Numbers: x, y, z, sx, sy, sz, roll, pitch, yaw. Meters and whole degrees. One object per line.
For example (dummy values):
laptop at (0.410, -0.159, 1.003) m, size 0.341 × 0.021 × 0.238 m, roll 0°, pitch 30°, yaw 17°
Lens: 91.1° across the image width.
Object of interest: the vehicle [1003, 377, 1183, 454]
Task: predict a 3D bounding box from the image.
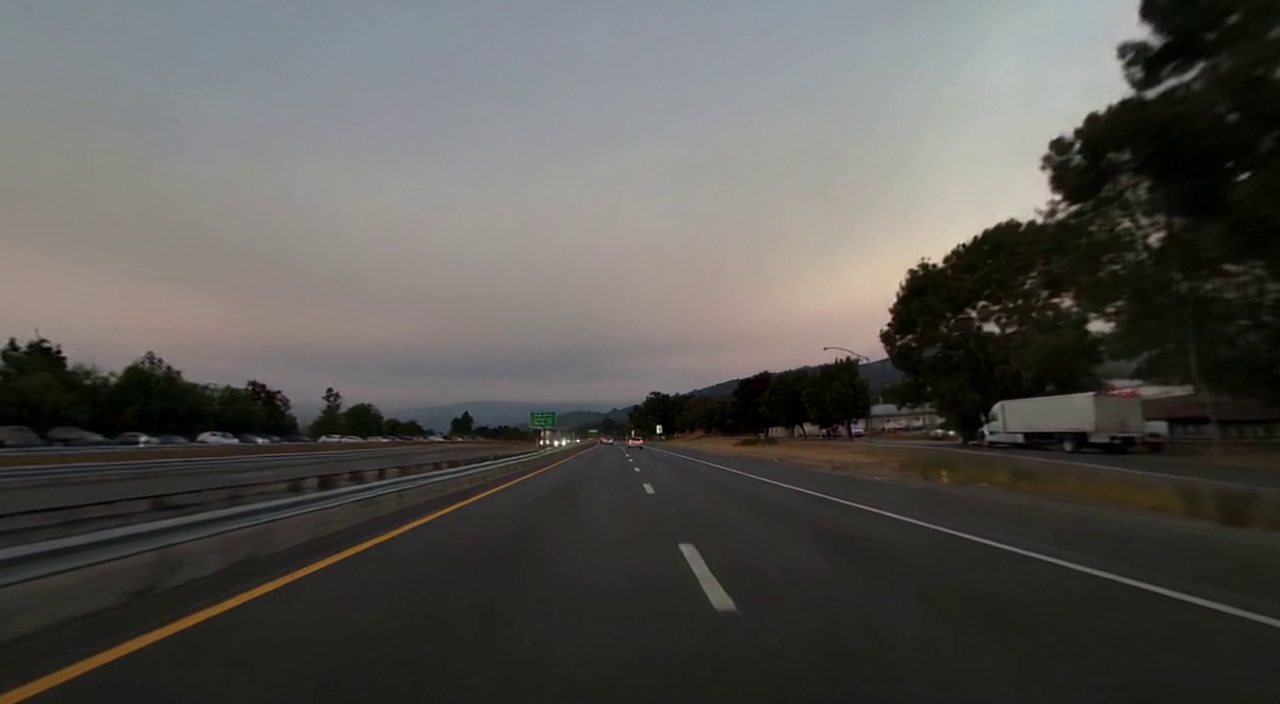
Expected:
vehicle at (31.630, 4.871, 45.785) m, size 3.114 × 4.328 × 18.495 m, roll -5°, pitch -8°, yaw 12°
